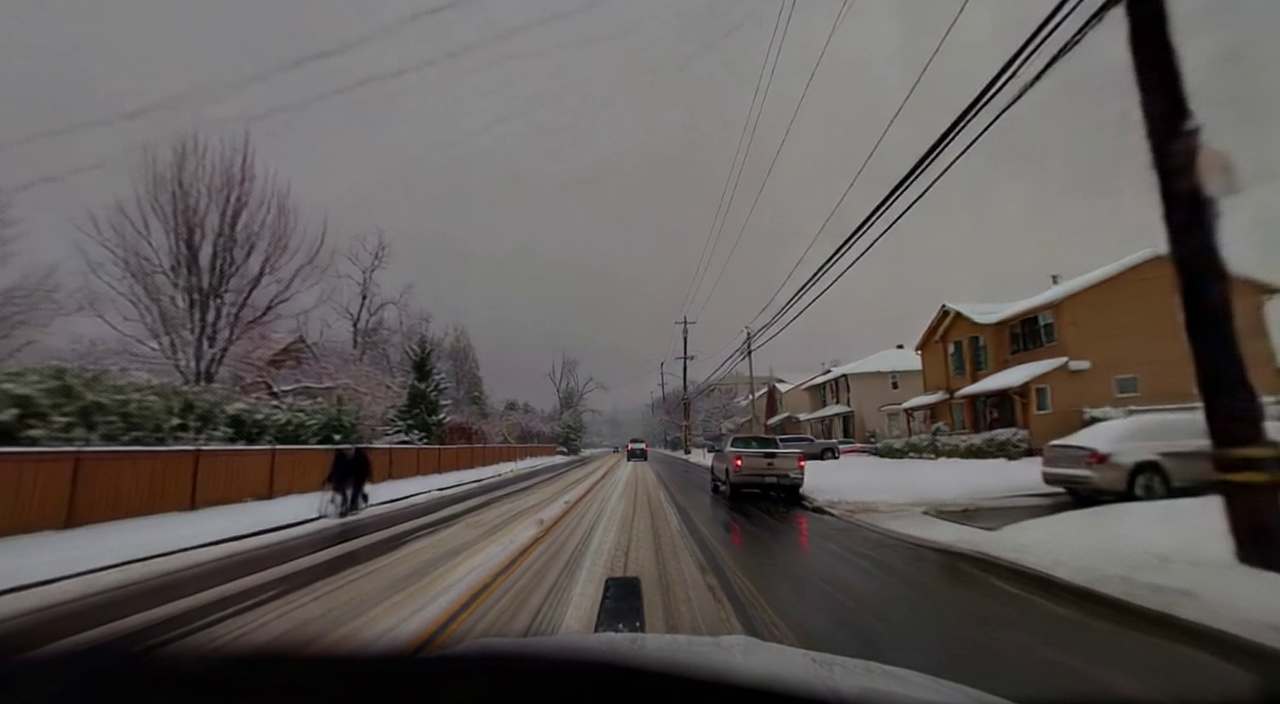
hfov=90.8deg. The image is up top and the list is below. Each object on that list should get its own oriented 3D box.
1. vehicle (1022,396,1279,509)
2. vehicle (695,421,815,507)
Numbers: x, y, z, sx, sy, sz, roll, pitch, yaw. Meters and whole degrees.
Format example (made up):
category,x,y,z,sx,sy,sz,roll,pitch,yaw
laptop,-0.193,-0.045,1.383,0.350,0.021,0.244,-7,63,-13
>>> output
category,x,y,z,sx,sy,sz,roll,pitch,yaw
vehicle,11.131,1.932,12.282,5.846,1.971,2.273,0,-8,1
vehicle,3.084,3.169,18.364,2.278,1.933,5.860,4,-9,0
